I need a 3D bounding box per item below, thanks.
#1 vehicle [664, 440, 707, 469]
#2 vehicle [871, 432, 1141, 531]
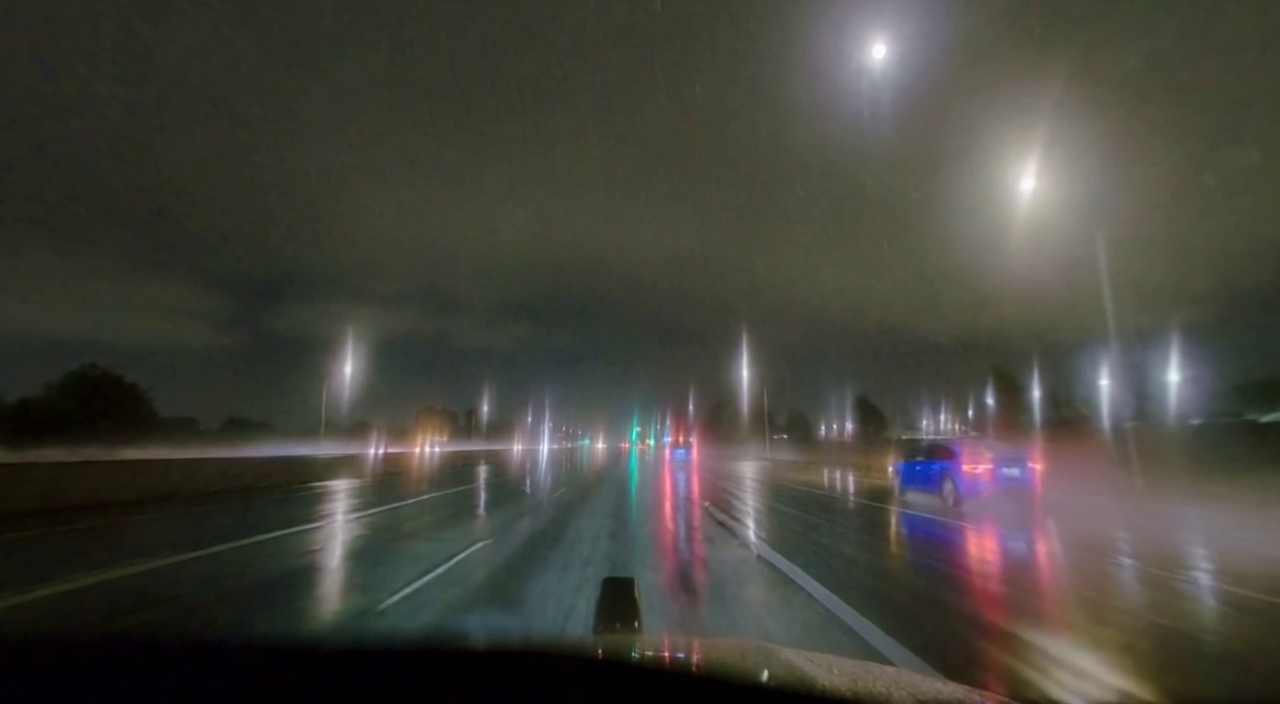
[{"bbox_3d":[2.675,6.160,38.085,2.270,1.615,3.770,0,-8,-1],"label":"vehicle"},{"bbox_3d":[6.690,2.408,12.493,2.227,1.522,5.041,0,-8,-1],"label":"vehicle"}]
